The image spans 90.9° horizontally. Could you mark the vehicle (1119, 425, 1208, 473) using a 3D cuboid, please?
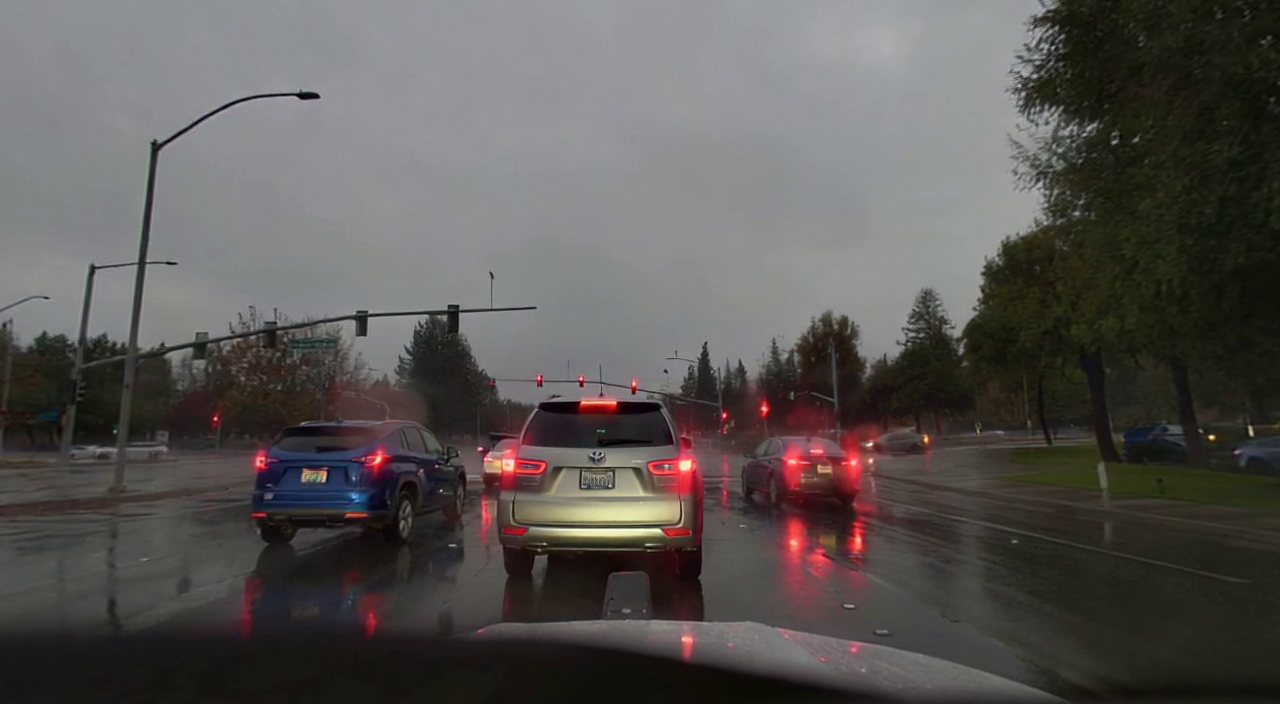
[{"bbox_3d":[19.188,3.539,23.029,4.215,1.578,1.892,8,-12,-44],"label":"vehicle"}]

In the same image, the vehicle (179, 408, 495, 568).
[{"bbox_3d":[-3.718,1.763,8.966,2.160,1.666,4.583,0,-8,1],"label":"vehicle"}]

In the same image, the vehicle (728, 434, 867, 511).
[{"bbox_3d":[3.409,2.696,14.593,2.121,1.494,4.208,0,-8,0],"label":"vehicle"}]

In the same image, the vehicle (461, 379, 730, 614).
[{"bbox_3d":[-0.342,1.430,7.099,2.064,1.817,4.298,0,-8,0],"label":"vehicle"}]

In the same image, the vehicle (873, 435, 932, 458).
[{"bbox_3d":[19.996,7.193,47.928,4.361,1.653,2.034,6,-10,-35],"label":"vehicle"}]
